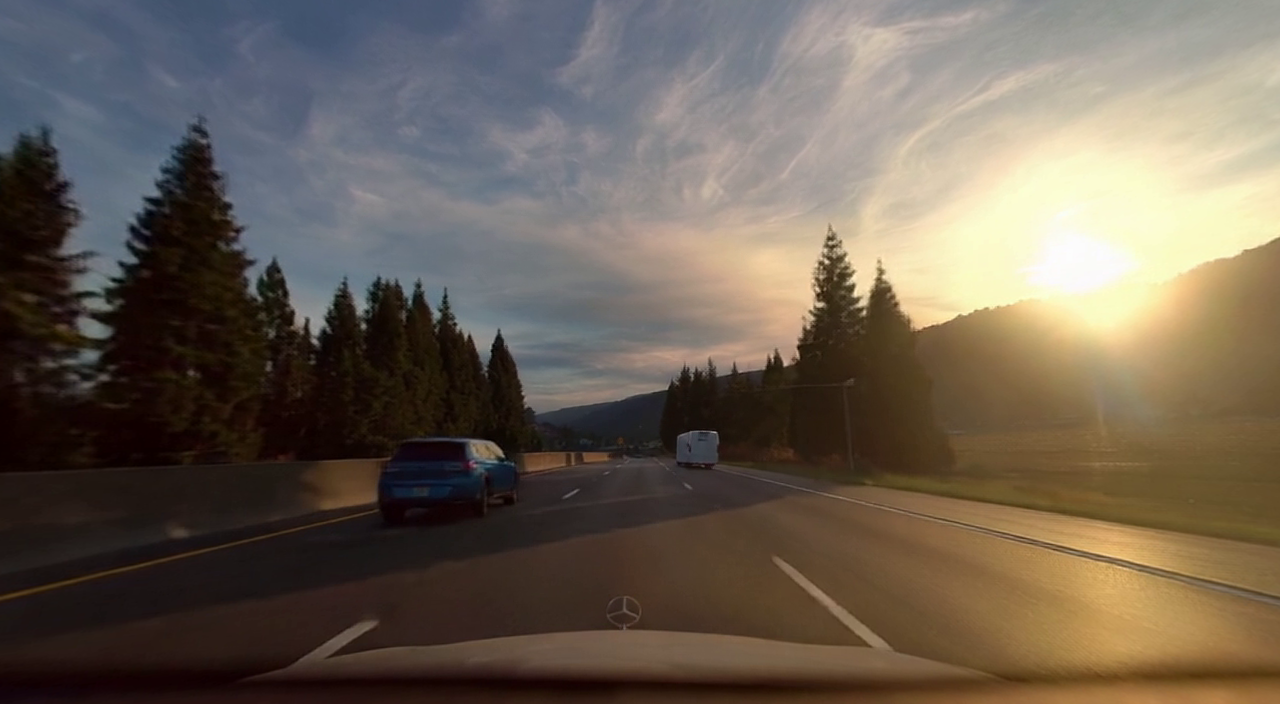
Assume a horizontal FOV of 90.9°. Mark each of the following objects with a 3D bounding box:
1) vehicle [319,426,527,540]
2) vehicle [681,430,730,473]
[{"bbox_3d":[-3.532,2.254,11.437,2.020,1.619,4.690,0,-9,1],"label":"vehicle"},{"bbox_3d":[4.311,6.776,42.913,2.614,2.655,6.429,0,-9,0],"label":"vehicle"}]
